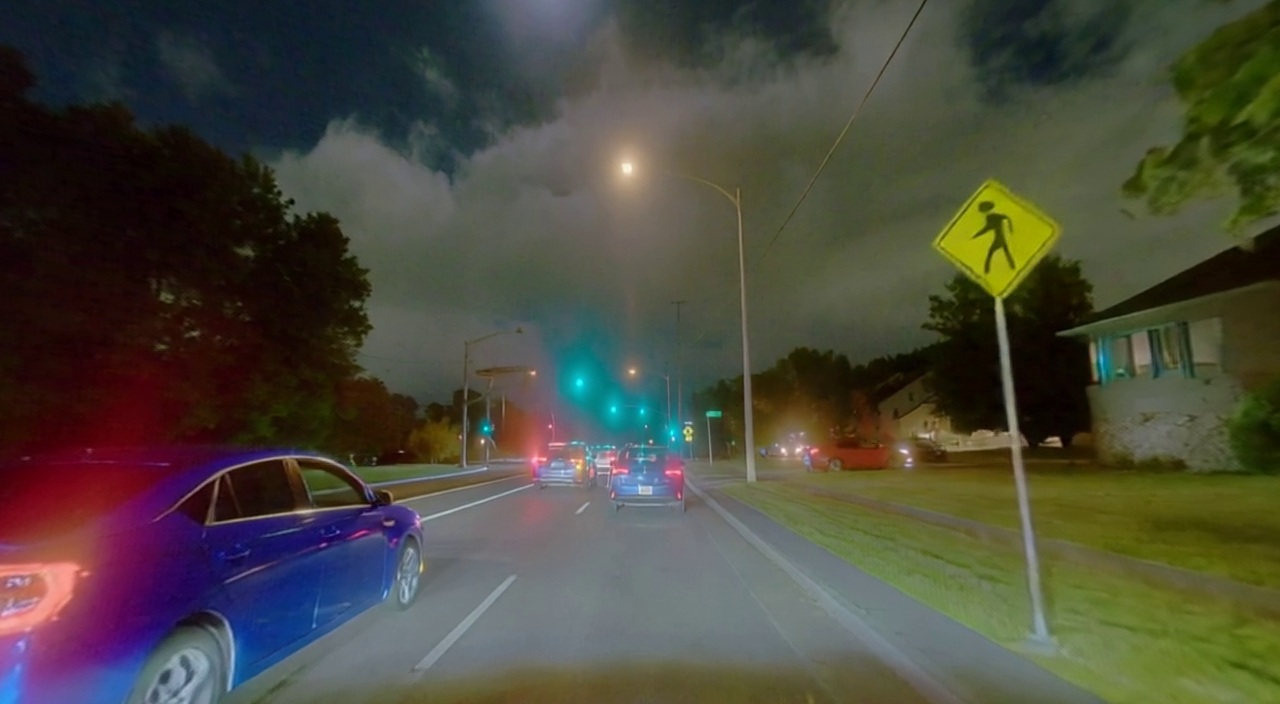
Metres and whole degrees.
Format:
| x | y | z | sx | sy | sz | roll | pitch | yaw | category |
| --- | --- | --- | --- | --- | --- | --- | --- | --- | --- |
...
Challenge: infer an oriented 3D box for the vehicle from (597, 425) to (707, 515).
| x | y | z | sx | sy | sz | roll | pitch | yaw | category |
| --- | --- | --- | --- | --- | --- | --- | --- | --- | --- |
| 0.244 | 2.574 | 14.195 | 2.120 | 1.718 | 3.909 | 0 | -8 | 0 | vehicle |

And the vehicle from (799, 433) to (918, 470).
| x | y | z | sx | sy | sz | roll | pitch | yaw | category |
| --- | --- | --- | --- | --- | --- | --- | --- | --- | --- |
| 9.360 | 4.309 | 27.287 | 4.456 | 1.504 | 1.914 | 0 | -8 | 1 | vehicle |

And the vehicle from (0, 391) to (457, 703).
| x | y | z | sx | sy | sz | roll | pitch | yaw | category |
| --- | --- | --- | --- | --- | --- | --- | --- | --- | --- |
| -2.837 | 1.138 | 3.731 | 1.968 | 1.472 | 4.685 | 0 | -8 | 2 | vehicle |

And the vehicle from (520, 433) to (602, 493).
| x | y | z | sx | sy | sz | roll | pitch | yaw | category |
| --- | --- | --- | --- | --- | --- | --- | --- | --- | --- |
| -2.437 | 3.548 | 20.538 | 2.000 | 1.737 | 4.133 | 0 | -8 | 2 | vehicle |
